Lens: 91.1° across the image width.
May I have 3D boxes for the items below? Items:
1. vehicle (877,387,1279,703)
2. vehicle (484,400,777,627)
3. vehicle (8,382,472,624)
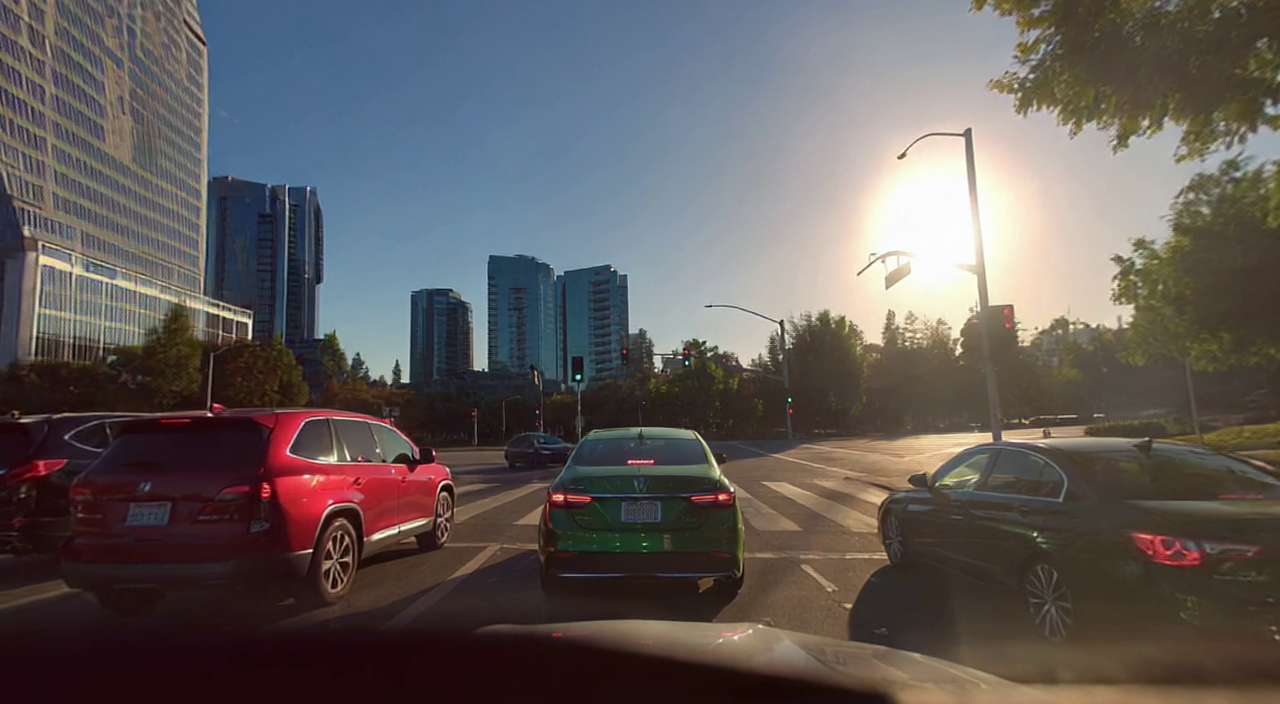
[{"bbox_3d":[3.585,1.201,4.598,2.010,1.486,4.498,0,-8,1],"label":"vehicle"},{"bbox_3d":[-0.044,1.401,6.304,2.047,1.579,3.642,0,-8,1],"label":"vehicle"},{"bbox_3d":[-3.550,1.421,6.862,2.014,1.755,4.360,0,-8,3],"label":"vehicle"}]
